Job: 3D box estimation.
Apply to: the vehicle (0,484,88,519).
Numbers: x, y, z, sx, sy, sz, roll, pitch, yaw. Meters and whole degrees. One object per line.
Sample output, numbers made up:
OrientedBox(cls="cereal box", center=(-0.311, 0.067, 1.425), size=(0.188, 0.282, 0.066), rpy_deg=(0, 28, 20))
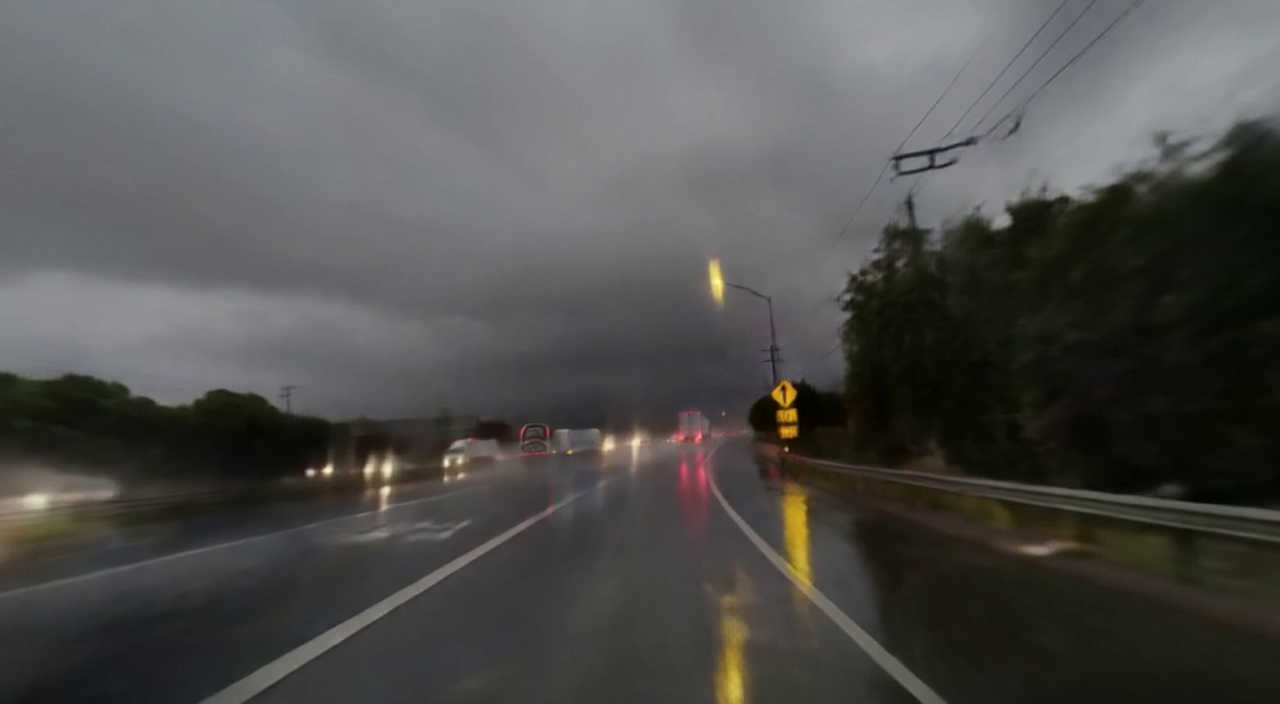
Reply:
OrientedBox(cls="vehicle", center=(-33.042, 8.071, 34.193), size=(1.811, 1.516, 4.140), rpy_deg=(-2, -9, 13))
